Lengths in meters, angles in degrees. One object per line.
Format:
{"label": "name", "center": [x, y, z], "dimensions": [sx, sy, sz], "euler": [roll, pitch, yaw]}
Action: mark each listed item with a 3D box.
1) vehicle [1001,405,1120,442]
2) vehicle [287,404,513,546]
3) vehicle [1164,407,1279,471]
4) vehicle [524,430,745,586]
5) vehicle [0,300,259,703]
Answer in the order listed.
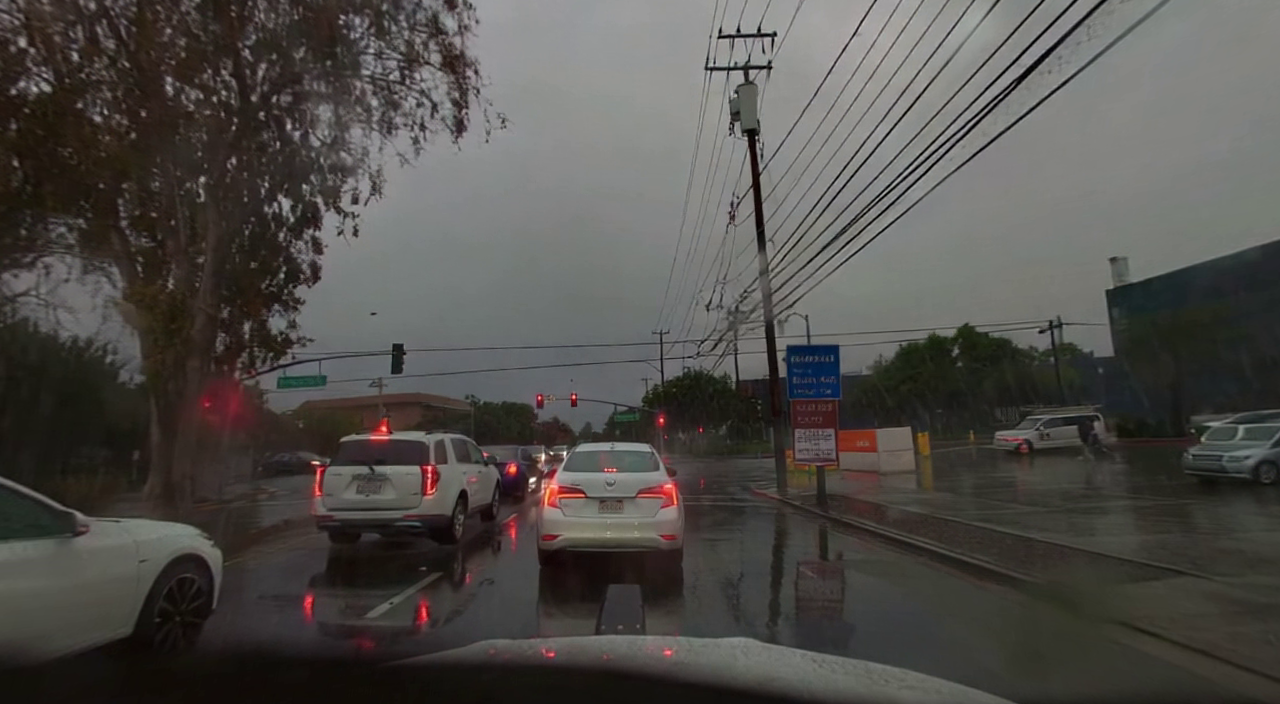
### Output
{"label": "vehicle", "center": [26.840, 4.634, 40.511], "dimensions": [5.782, 2.286, 2.223], "euler": [-1, -9, 4]}
{"label": "vehicle", "center": [-3.853, 2.086, 11.370], "dimensions": [2.147, 1.963, 4.927], "euler": [0, -8, -1]}
{"label": "vehicle", "center": [17.006, 2.547, 18.278], "dimensions": [1.858, 1.622, 4.491], "euler": [-5, -10, 28]}
{"label": "vehicle", "center": [-0.100, 1.801, 8.139], "dimensions": [2.121, 1.474, 3.968], "euler": [0, -8, -1]}
{"label": "vehicle", "center": [-3.589, 0.635, 1.527], "dimensions": [2.085, 1.943, 5.053], "euler": [0, -8, 1]}
